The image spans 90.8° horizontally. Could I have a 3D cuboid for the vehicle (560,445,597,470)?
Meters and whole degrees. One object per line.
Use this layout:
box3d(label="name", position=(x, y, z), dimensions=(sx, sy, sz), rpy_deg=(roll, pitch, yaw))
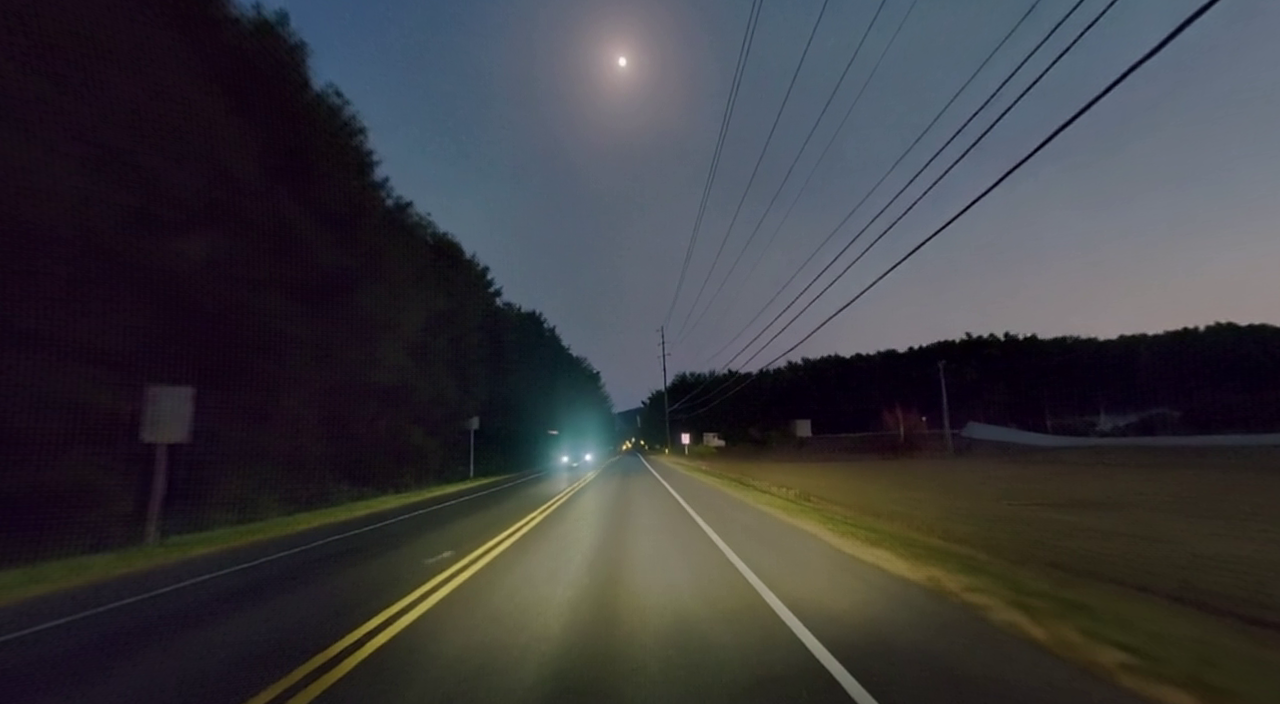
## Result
box3d(label="vehicle", position=(-4.055, 7.025, 42.262), dimensions=(2.030, 1.552, 4.188), rpy_deg=(1, -9, 1))
